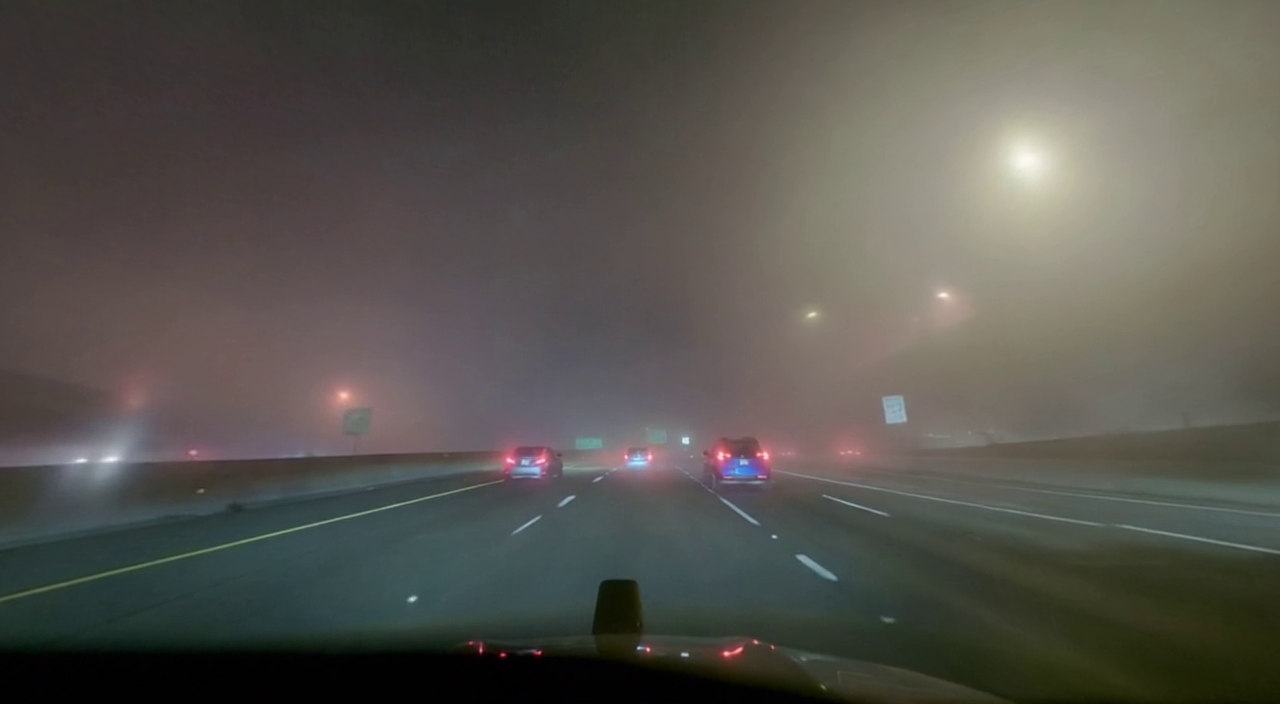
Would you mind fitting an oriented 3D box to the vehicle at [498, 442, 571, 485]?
[{"bbox_3d":[-3.961,4.258,24.401,2.031,1.491,4.145,0,-8,1],"label":"vehicle"}]

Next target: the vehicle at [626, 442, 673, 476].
[{"bbox_3d":[0.437,5.013,29.741,2.089,1.493,3.964,0,-8,0],"label":"vehicle"}]

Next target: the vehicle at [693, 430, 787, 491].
[{"bbox_3d":[3.091,3.472,20.487,2.202,1.748,4.158,1,-8,-3],"label":"vehicle"}]

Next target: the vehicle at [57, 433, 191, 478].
[{"bbox_3d":[-26.565,5.345,32.752,2.204,2.082,5.496,0,-9,1],"label":"vehicle"}]
